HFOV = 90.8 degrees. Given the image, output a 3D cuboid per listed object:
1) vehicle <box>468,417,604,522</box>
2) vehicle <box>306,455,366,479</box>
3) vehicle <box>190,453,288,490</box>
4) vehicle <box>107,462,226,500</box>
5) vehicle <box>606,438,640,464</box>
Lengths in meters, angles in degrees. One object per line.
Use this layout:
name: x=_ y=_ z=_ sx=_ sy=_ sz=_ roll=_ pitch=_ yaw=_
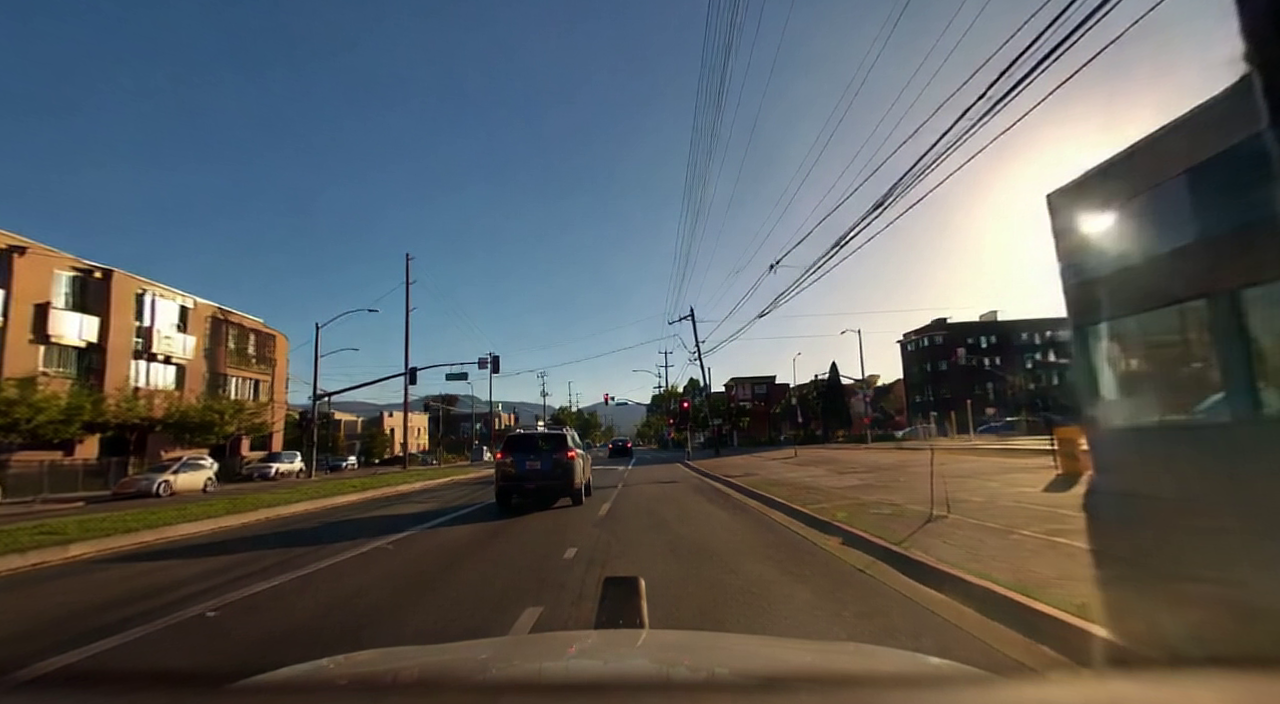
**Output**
vehicle: x=-1.881 y=2.295 z=12.758 sx=2.022 sy=1.757 sz=4.041 roll=0 pitch=-9 yaw=0
vehicle: x=-20.319 y=7.702 z=42.443 sx=1.826 sy=1.430 sz=4.426 roll=0 pitch=-9 yaw=-1
vehicle: x=-20.277 y=6.042 z=32.193 sx=1.989 sy=1.689 sz=4.388 roll=0 pitch=-9 yaw=2
vehicle: x=-20.332 y=5.527 z=27.397 sx=1.790 sy=1.415 sz=4.450 roll=0 pitch=-9 yaw=-2
vehicle: x=-1.101 y=6.660 z=42.536 sx=2.144 sy=1.681 sz=3.855 roll=0 pitch=-9 yaw=0
